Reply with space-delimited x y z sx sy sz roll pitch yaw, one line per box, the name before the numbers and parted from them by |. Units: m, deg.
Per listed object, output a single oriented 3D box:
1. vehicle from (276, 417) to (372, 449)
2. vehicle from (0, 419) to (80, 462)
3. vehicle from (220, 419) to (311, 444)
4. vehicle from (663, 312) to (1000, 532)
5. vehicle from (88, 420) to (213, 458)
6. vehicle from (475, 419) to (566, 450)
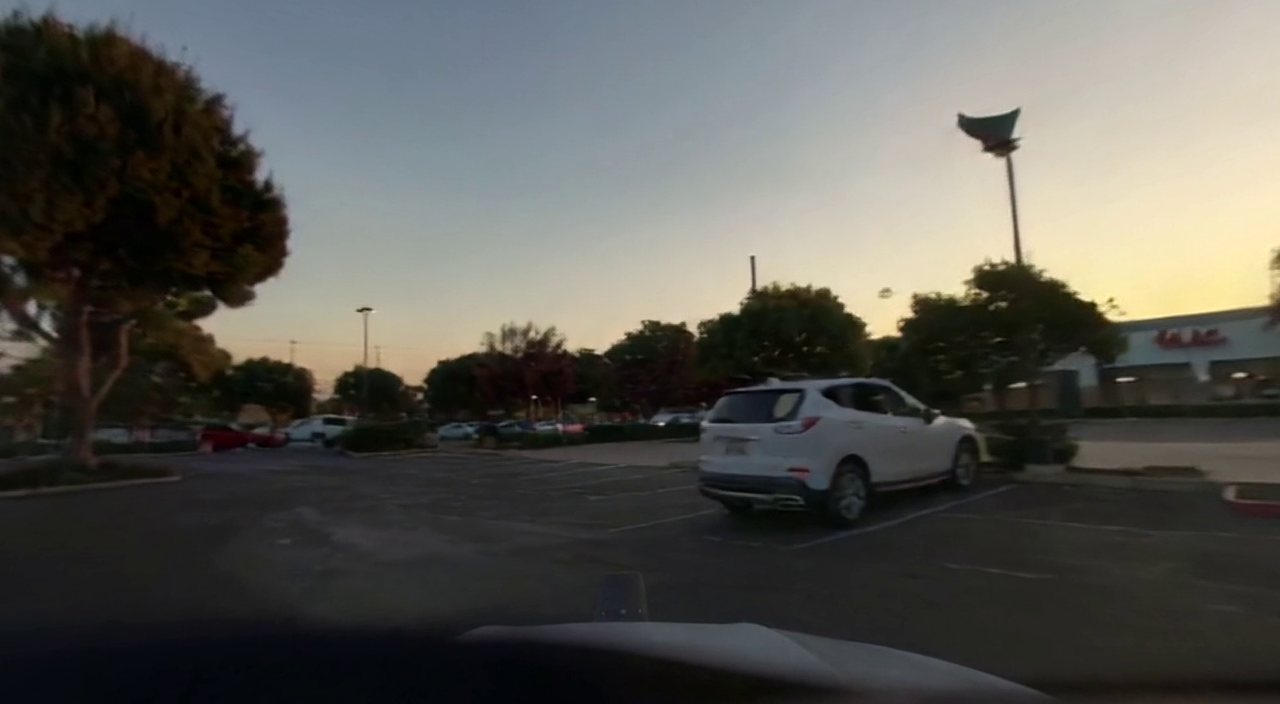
vehicle | -18.519 4.722 37.197 1.981 1.687 4.660 -7 -8 44
vehicle | -28.240 3.996 28.060 4.939 1.664 2.055 3 -13 -43
vehicle | -23.960 5.148 40.564 1.839 1.484 4.601 -8 -11 40
vehicle | 2.971 1.063 9.082 5.237 2.257 2.200 7 -11 -43
vehicle | -24.419 4.292 31.631 4.666 1.634 1.816 5 -7 -43
vehicle | -5.843 4.110 31.265 4.106 1.449 1.760 7 -12 -43
